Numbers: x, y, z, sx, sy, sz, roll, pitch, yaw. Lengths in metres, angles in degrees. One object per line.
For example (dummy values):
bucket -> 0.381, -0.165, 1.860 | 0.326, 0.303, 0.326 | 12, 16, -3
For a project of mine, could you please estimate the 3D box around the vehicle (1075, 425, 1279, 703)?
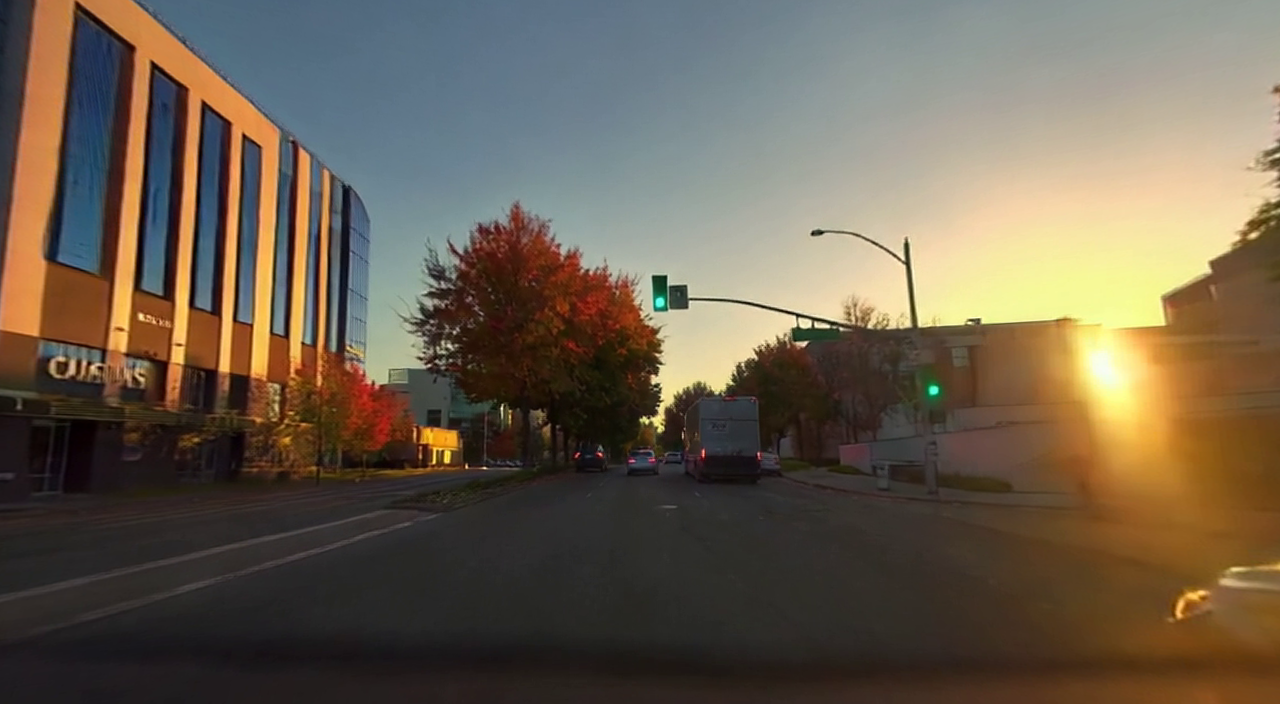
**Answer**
vehicle -> 3.745, 0.848, 1.497 | 1.915, 1.449, 4.970 | -1, -9, 1

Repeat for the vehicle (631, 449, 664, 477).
vehicle -> 0.428, 6.658, 37.939 | 1.846, 1.528, 4.348 | -1, -9, 0

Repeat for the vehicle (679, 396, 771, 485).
vehicle -> 3.885, 4.513, 31.797 | 3.003, 3.680, 10.684 | 0, -9, -1

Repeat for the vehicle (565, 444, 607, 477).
vehicle -> -3.218, 6.618, 38.551 | 2.035, 1.867, 4.607 | -1, -9, 1
